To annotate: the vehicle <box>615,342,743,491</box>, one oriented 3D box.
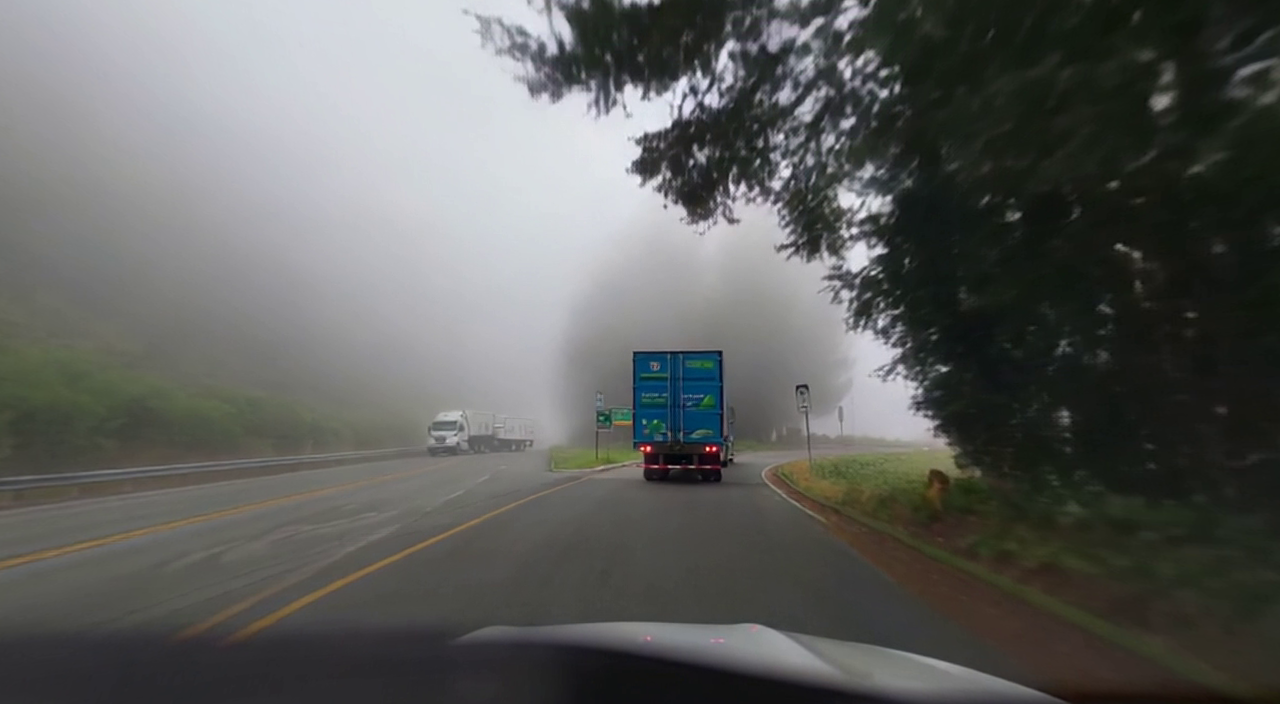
[{"bbox_3d":[1.674,2.214,20.266,2.937,3.647,9.344,-2,-8,10],"label":"vehicle"}]
